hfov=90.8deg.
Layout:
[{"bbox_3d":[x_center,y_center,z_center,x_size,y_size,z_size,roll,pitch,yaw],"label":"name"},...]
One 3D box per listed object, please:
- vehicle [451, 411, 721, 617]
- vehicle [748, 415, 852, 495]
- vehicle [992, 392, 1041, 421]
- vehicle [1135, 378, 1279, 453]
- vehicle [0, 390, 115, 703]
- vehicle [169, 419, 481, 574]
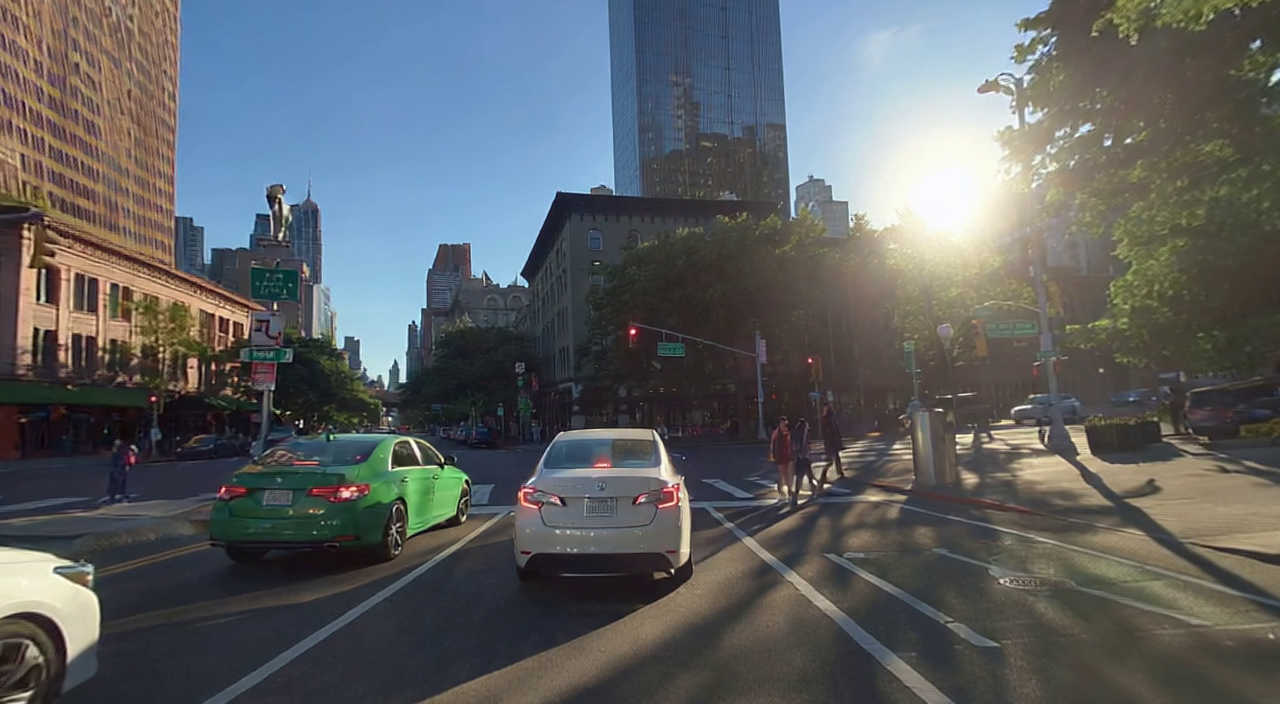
[{"bbox_3d":[-0.418,1.496,6.730,1.999,1.520,3.896,0,-8,-1],"label":"vehicle"},{"bbox_3d":[3.756,2.513,15.633,1.958,1.667,4.392,-1,-9,7],"label":"vehicle"},{"bbox_3d":[26.579,3.908,44.528,1.979,1.769,4.657,-7,-11,40],"label":"vehicle"},{"bbox_3d":[21.627,2.359,22.882,5.863,2.493,2.354,2,-9,-12],"label":"vehicle"},{"bbox_3d":[-3.907,0.699,1.194,1.995,1.524,4.438,0,-8,0],"label":"vehicle"},{"bbox_3d":[-3.685,1.755,8.486,1.934,1.522,4.287,0,-8,0],"label":"vehicle"}]
